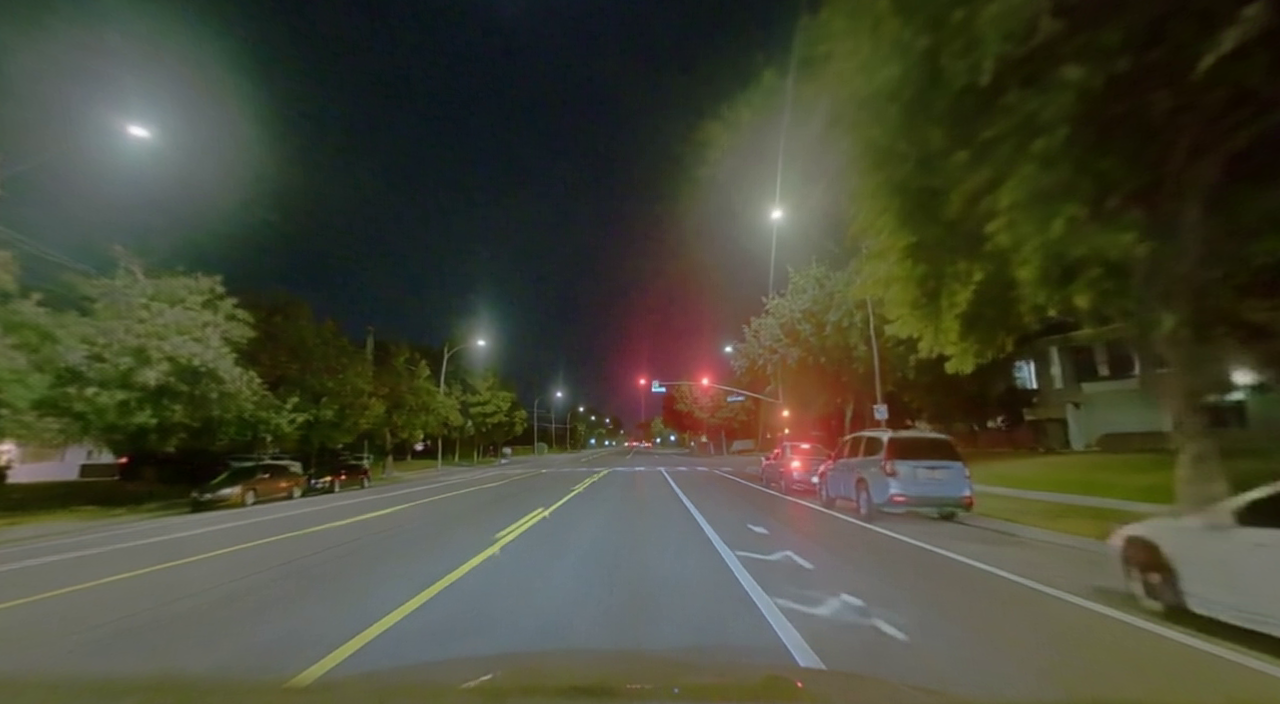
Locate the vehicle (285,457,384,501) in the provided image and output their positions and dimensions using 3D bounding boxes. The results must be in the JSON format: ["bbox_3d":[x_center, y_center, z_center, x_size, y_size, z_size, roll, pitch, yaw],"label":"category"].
[{"bbox_3d":[-12.443,5.152,26.049,1.851,1.472,4.532,-1,-8,0],"label":"vehicle"}]

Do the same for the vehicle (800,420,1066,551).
[{"bbox_3d":[4.701,2.203,11.319,2.218,1.789,5.146,0,-8,-1],"label":"vehicle"}]

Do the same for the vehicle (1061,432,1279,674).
[{"bbox_3d":[4.786,1.153,3.403,1.928,1.431,4.570,0,-8,1],"label":"vehicle"}]

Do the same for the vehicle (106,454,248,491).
[{"bbox_3d":[-20.887,5.429,28.624,4.715,1.560,2.131,0,-9,-1],"label":"vehicle"}]

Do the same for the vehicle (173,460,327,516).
[{"bbox_3d":[-12.570,4.366,20.767,1.983,1.513,4.662,0,-9,2],"label":"vehicle"}]
